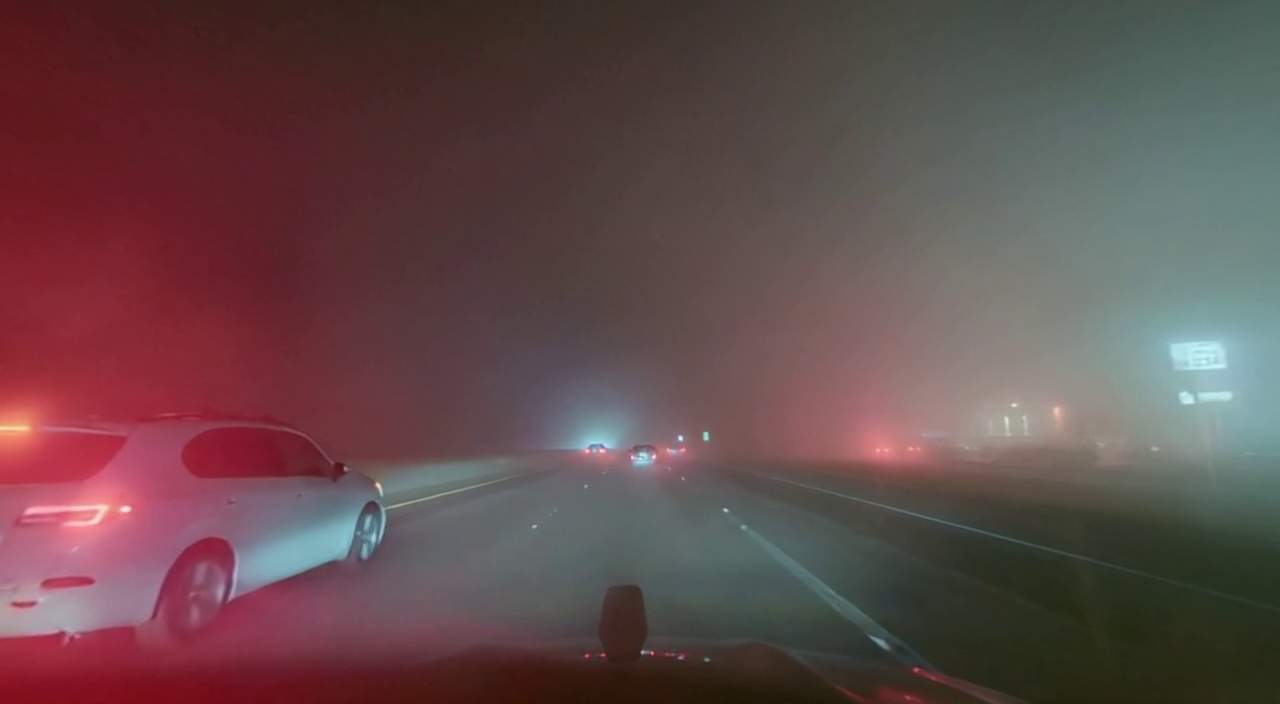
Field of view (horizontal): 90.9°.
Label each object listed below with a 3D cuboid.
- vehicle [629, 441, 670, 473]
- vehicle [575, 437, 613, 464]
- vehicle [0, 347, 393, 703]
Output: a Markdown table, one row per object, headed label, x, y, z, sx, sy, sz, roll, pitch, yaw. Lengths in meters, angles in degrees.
| label | x | y | z | sx | sy | sz | roll | pitch | yaw |
| --- | --- | --- | --- | --- | --- | --- | --- | --- | --- |
| vehicle | 0.451 | 5.388 | 32.598 | 2.000 | 1.558 | 3.945 | 0 | -8 | 0 |
| vehicle | -3.470 | 7.579 | 48.646 | 2.403 | 1.946 | 5.623 | 0 | -8 | 1 |
| vehicle | -3.922 | 1.145 | 4.673 | 2.239 | 1.761 | 4.620 | 0 | -8 | 1 |
